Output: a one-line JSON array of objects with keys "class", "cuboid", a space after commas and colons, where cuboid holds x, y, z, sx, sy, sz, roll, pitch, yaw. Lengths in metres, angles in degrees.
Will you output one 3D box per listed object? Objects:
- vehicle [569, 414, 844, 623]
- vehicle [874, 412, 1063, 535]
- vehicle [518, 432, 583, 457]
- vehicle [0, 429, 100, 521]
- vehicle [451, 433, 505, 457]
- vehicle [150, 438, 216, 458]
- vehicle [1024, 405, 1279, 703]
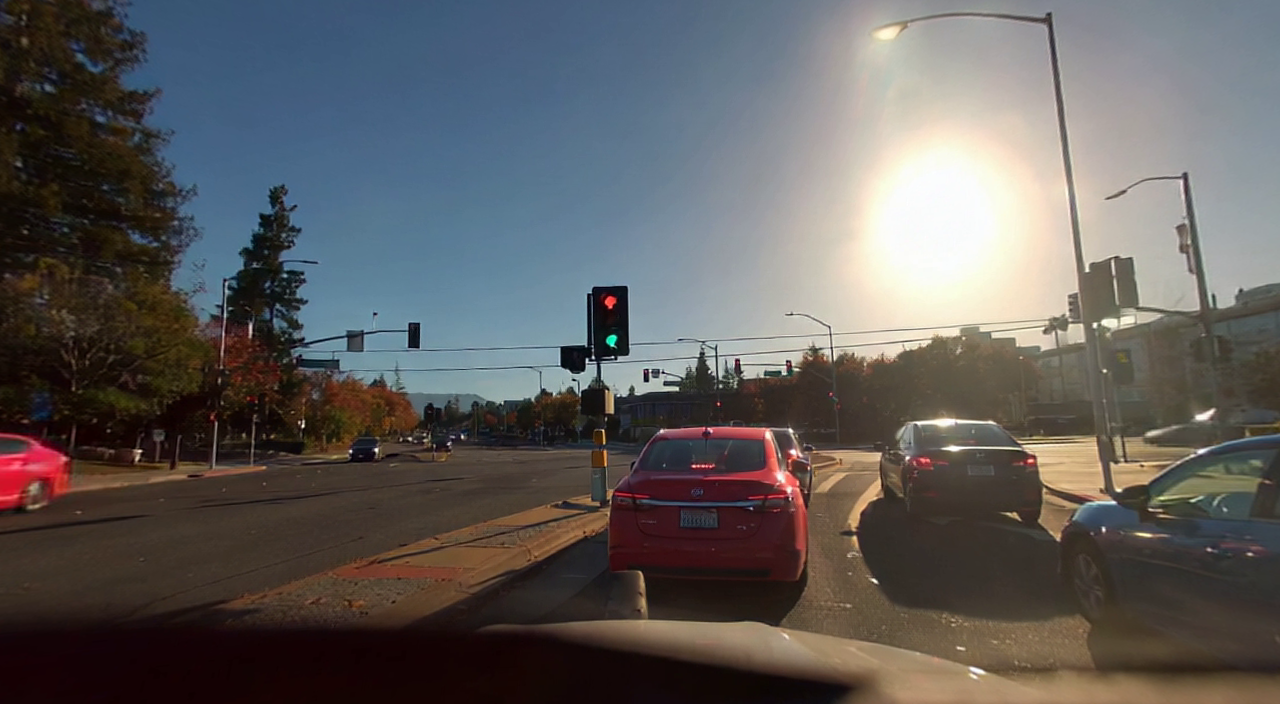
[{"class": "vehicle", "cuboid": [0.856, 1.502, 6.689, 2.052, 1.483, 3.928, -2, -8, 12]}, {"class": "vehicle", "cuboid": [5.538, 2.060, 11.287, 2.102, 1.717, 4.373, -2, -9, 16]}, {"class": "vehicle", "cuboid": [-5.956, 6.101, 41.532, 1.932, 1.573, 4.509, 8, -12, -44]}, {"class": "vehicle", "cuboid": [-11.204, 1.956, 9.940, 1.976, 1.458, 4.645, 2, -8, -13]}, {"class": "vehicle", "cuboid": [-12.449, 7.118, 48.201, 1.972, 1.705, 4.457, 8, -11, -44]}, {"class": "vehicle", "cuboid": [-35.377, 7.440, 48.645, 1.652, 1.433, 3.733, -7, -11, 40]}, {"class": "vehicle", "cuboid": [4.254, 1.063, 3.380, 1.954, 1.508, 4.441, -1, -8, 6]}]
